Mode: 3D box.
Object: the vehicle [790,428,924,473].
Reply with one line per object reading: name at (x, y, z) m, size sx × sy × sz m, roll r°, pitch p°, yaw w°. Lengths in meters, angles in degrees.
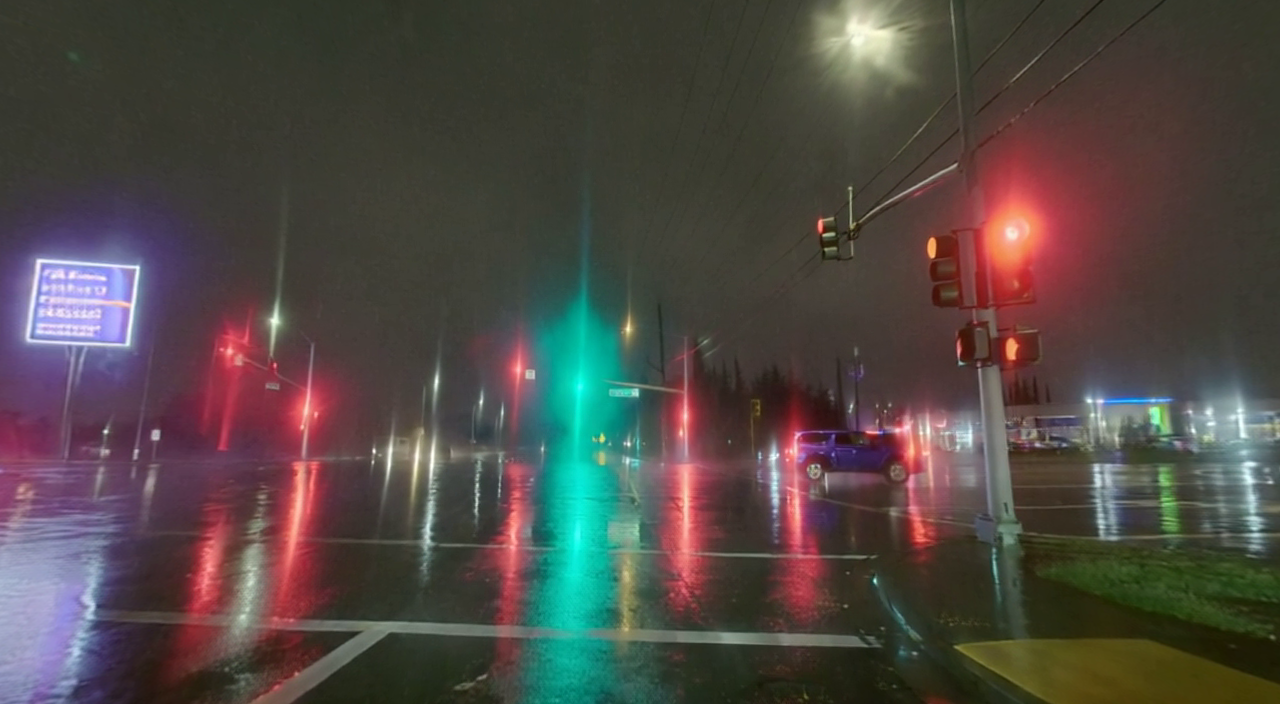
vehicle at (8.690, 4.024, 25.725) m, size 4.884 × 1.714 × 2.021 m, roll -2°, pitch -9°, yaw 12°
